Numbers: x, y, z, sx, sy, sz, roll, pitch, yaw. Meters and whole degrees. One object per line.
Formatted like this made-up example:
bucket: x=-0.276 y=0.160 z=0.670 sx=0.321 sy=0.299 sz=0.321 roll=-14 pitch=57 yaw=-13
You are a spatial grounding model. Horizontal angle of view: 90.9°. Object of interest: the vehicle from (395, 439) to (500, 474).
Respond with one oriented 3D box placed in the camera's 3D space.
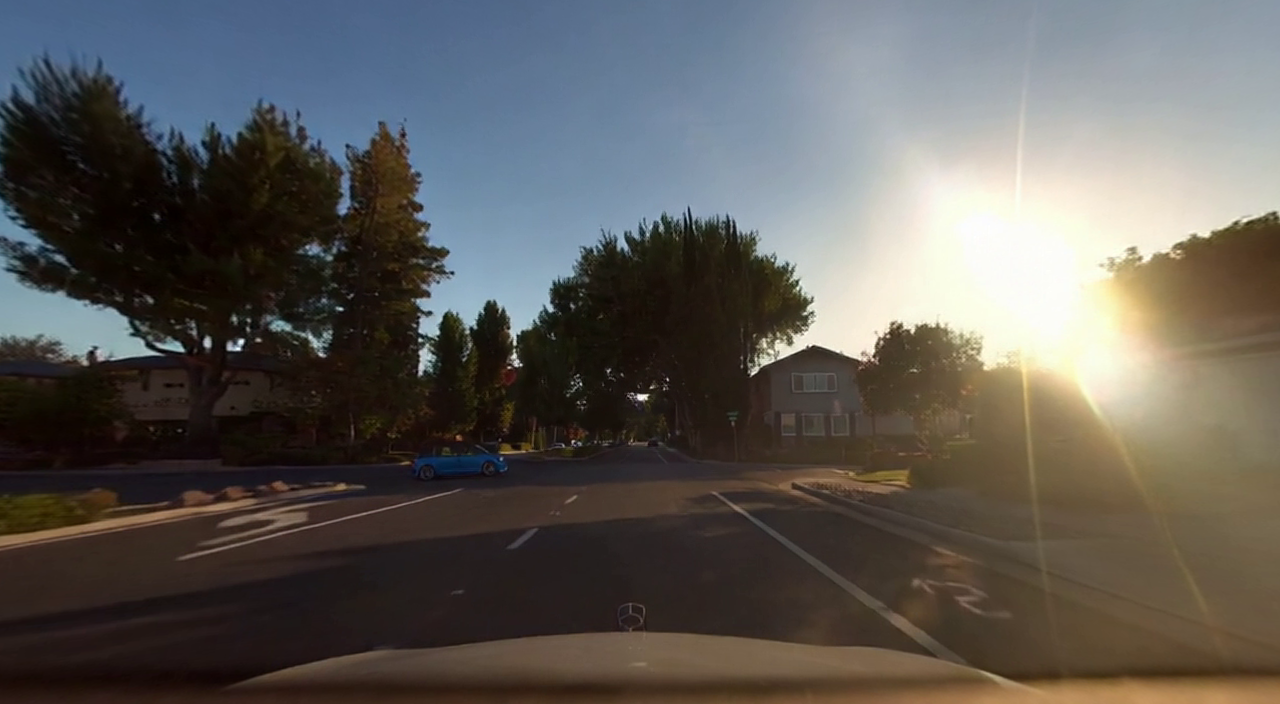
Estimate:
vehicle: x=-10.156 y=5.487 z=33.381 sx=4.788 sy=1.666 sz=2.170 roll=6 pitch=-10 yaw=-36
